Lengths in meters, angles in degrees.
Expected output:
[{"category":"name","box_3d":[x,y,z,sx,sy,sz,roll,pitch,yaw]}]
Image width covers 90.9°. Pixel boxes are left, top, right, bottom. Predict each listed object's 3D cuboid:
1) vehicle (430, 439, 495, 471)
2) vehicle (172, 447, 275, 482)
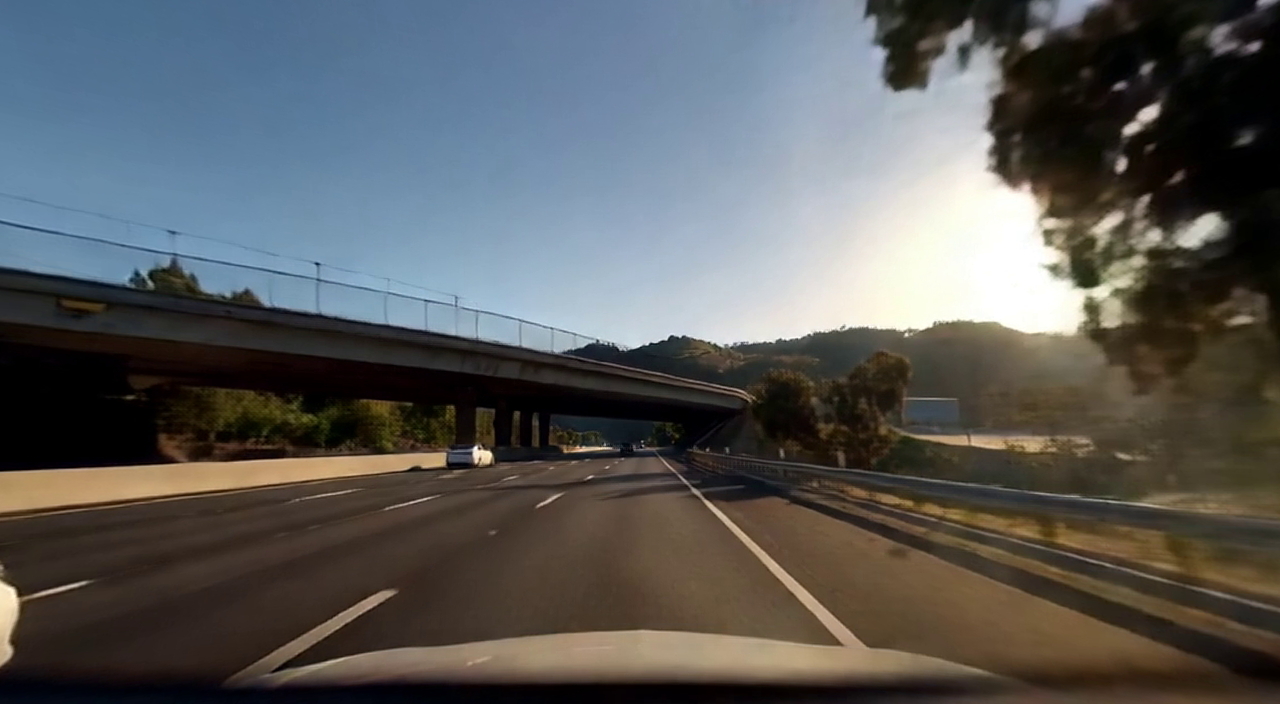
[{"category":"vehicle","box_3d":[-10.224,5.970,36.751,2.152,1.753,4.972,0,-8,2]},{"category":"vehicle","box_3d":[-20.055,5.395,30.632,1.884,1.507,4.491,0,-8,1]}]
